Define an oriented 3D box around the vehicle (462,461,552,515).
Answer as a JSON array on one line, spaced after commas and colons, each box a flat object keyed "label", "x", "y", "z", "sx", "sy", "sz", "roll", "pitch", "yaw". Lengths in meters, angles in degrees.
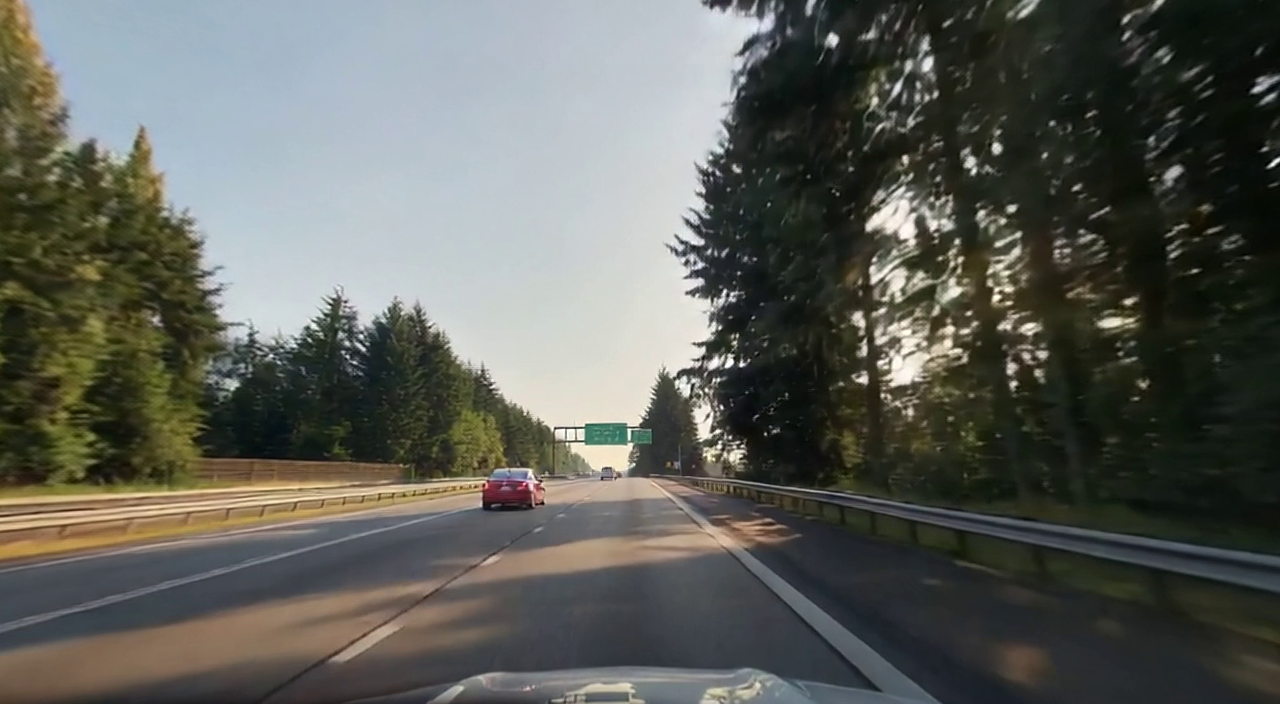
[{"label": "vehicle", "x": -4.135, "y": 4.319, "z": 20.271, "sx": 1.954, "sy": 1.509, "sz": 4.094, "roll": 0, "pitch": -10, "yaw": 1}]
